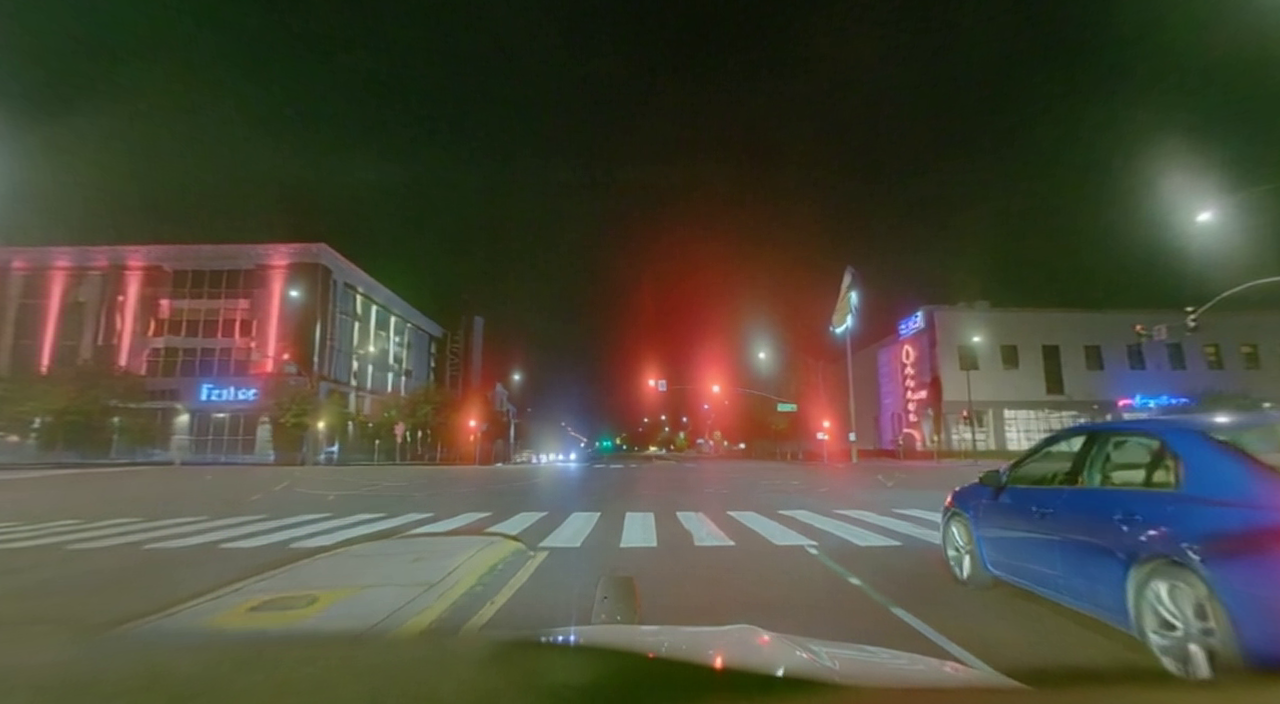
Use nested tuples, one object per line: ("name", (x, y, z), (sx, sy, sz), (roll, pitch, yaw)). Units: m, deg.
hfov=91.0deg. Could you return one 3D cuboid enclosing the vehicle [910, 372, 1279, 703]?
("vehicle", (3.711, 1.143, 4.226), (2.067, 1.625, 4.073), (-1, -8, 2))
